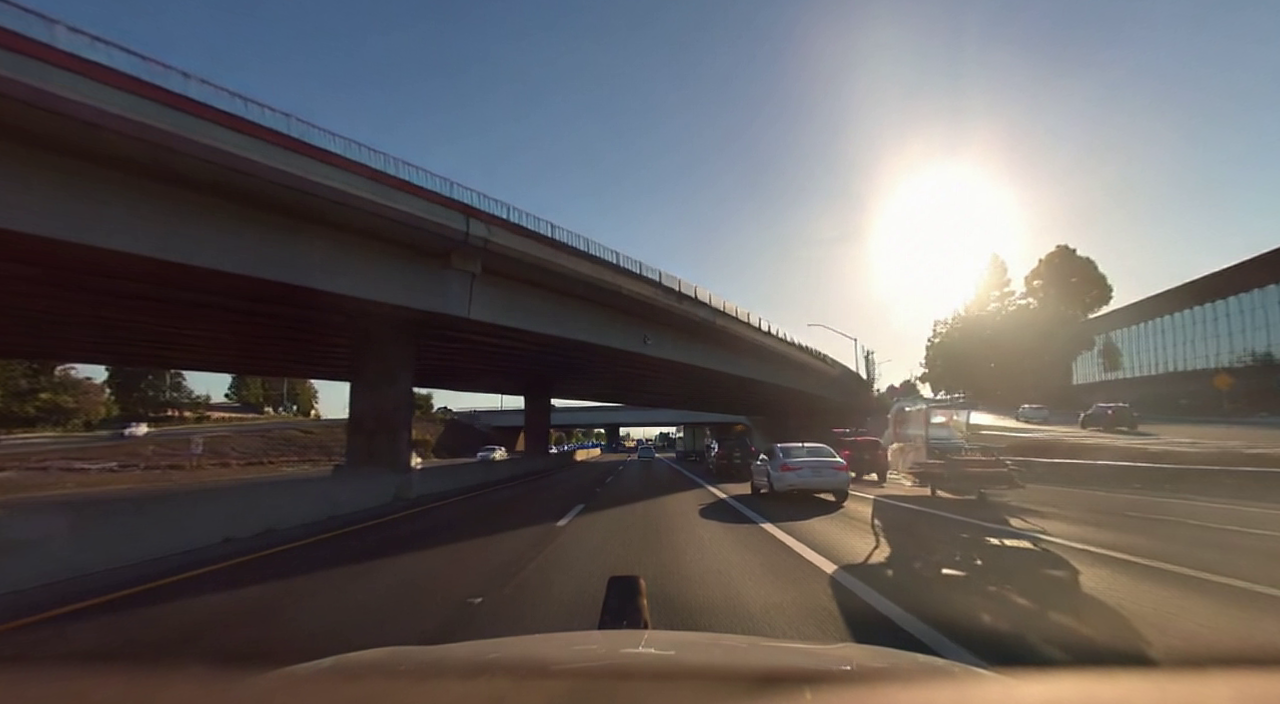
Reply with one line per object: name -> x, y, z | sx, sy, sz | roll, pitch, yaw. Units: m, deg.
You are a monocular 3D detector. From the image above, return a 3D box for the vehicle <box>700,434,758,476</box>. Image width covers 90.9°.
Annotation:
vehicle -> 4.244, 4.994, 30.876 | 2.086, 1.858, 4.737 | 0, -8, -1

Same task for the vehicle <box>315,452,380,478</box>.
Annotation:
vehicle -> -18.694, 7.215, 40.578 | 1.860, 1.483, 4.649 | 0, -8, 1

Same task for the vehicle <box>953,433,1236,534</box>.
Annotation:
vehicle -> 7.787, 2.259, 11.503 | 1.919, 1.476, 4.303 | 0, -8, 0

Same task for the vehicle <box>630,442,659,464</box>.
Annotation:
vehicle -> 0.350, 7.815, 48.940 | 2.124, 1.639, 4.122 | 0, -8, 0

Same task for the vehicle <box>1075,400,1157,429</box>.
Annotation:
vehicle -> 33.329, 4.445, 44.374 | 2.131, 1.840, 4.870 | -1, -8, 4

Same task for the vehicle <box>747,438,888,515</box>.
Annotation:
vehicle -> 3.849, 2.752, 14.574 | 1.902, 1.481, 4.451 | 0, -8, -1

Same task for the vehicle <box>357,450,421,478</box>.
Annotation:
vehicle -> -14.806, 6.617, 37.431 | 1.897, 1.497, 4.446 | 0, -8, 1
